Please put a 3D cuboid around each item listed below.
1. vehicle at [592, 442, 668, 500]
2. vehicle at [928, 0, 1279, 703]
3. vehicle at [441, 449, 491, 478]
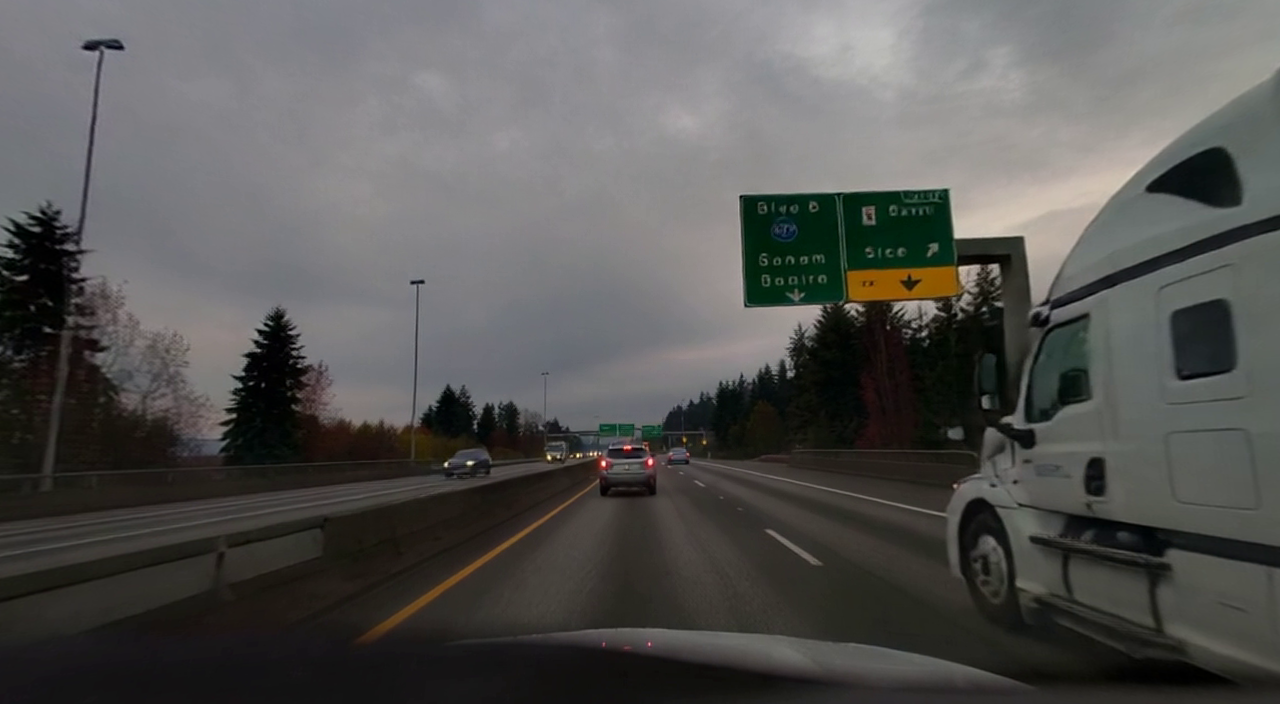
[{"bbox_3d":[-0.285,3.437,18.525,2.003,1.490,3.636,0,-9,0],"label":"vehicle"},{"bbox_3d":[3.884,-0.249,1.880,3.001,3.728,5.947,0,-9,-1],"label":"vehicle"},{"bbox_3d":[-11.823,7.556,43.074,2.063,1.828,4.416,0,-9,1],"label":"vehicle"}]
